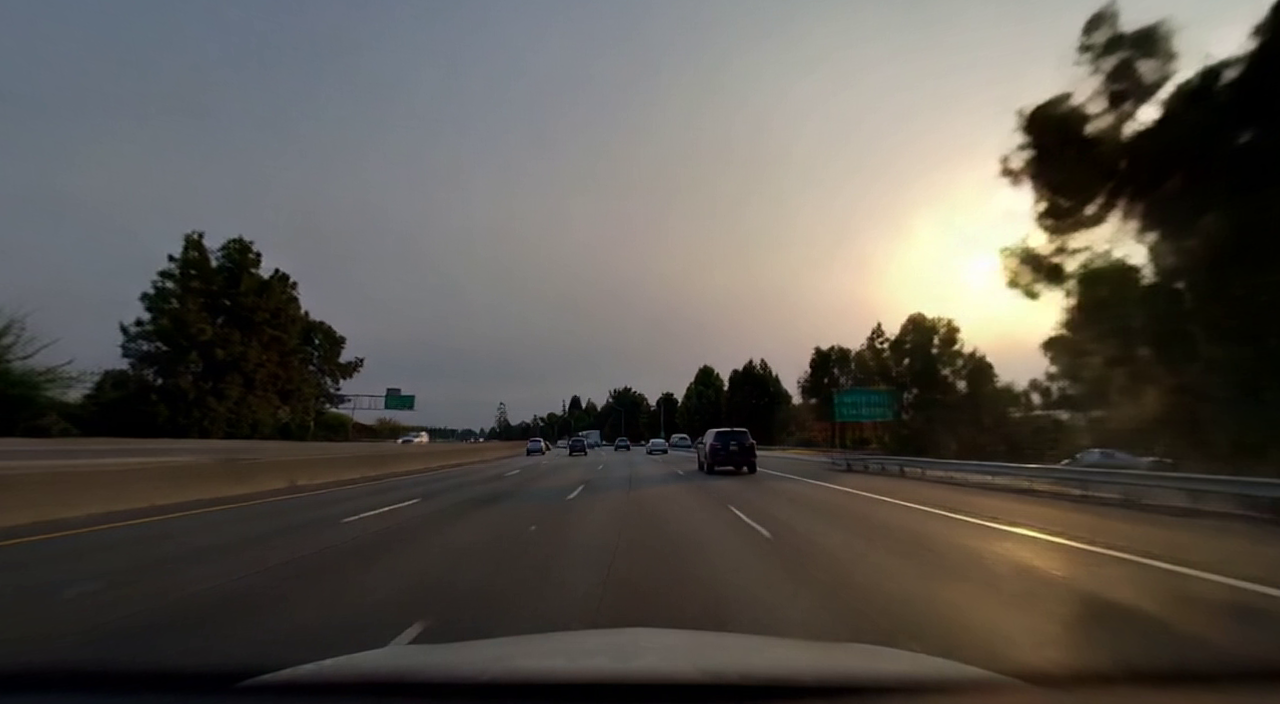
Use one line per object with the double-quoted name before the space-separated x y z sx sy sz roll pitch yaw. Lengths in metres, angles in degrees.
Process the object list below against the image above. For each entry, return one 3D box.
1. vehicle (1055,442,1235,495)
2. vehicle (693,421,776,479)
"vehicle" 17.187 3.949 21.876 2.033 1.580 4.752 1 -8 -6
"vehicle" 3.149 3.403 21.967 2.043 1.795 4.347 0 -8 -3
